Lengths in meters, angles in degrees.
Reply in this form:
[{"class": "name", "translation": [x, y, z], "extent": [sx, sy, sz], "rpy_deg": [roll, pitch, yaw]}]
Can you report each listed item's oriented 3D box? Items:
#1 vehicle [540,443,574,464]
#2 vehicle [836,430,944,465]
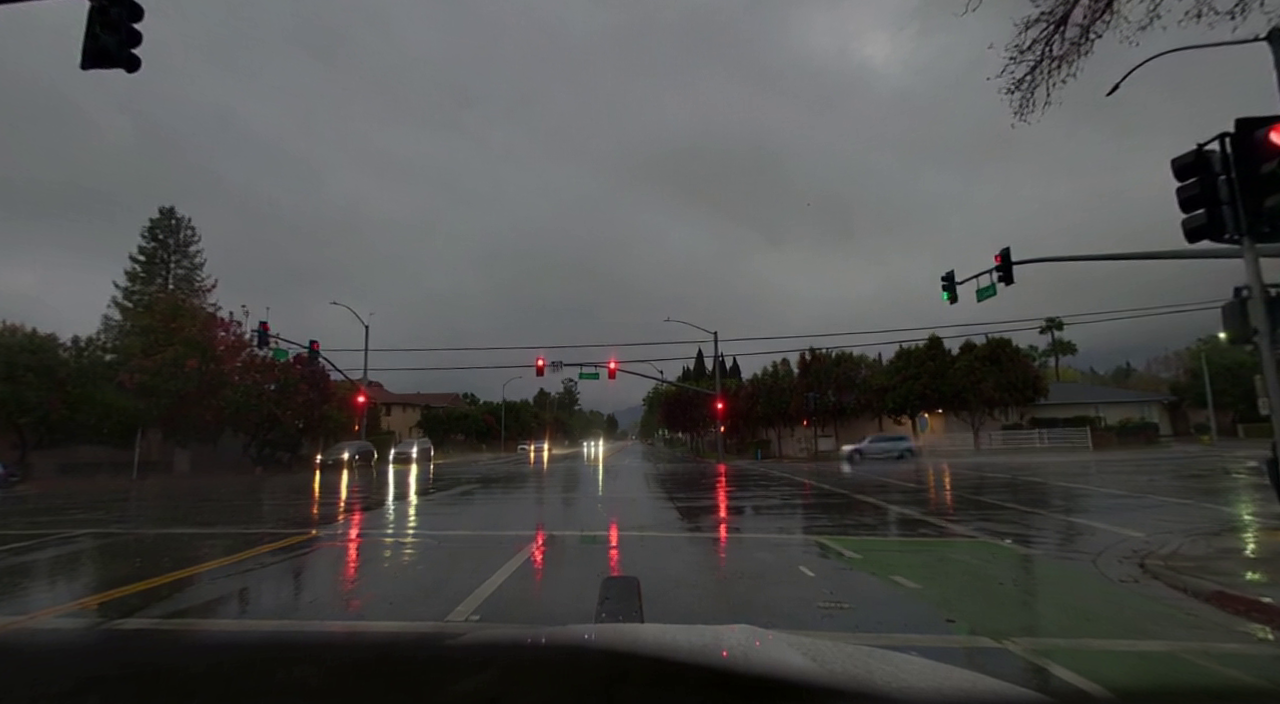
[{"class": "vehicle", "translation": [-6.129, 7.522, 47.048], "extent": [1.936, 1.444, 4.168], "rpy_deg": [0, -8, 0]}, {"class": "vehicle", "translation": [12.798, 4.948, 32.614], "extent": [4.706, 1.710, 1.932], "rpy_deg": [-1, -8, 5]}]
